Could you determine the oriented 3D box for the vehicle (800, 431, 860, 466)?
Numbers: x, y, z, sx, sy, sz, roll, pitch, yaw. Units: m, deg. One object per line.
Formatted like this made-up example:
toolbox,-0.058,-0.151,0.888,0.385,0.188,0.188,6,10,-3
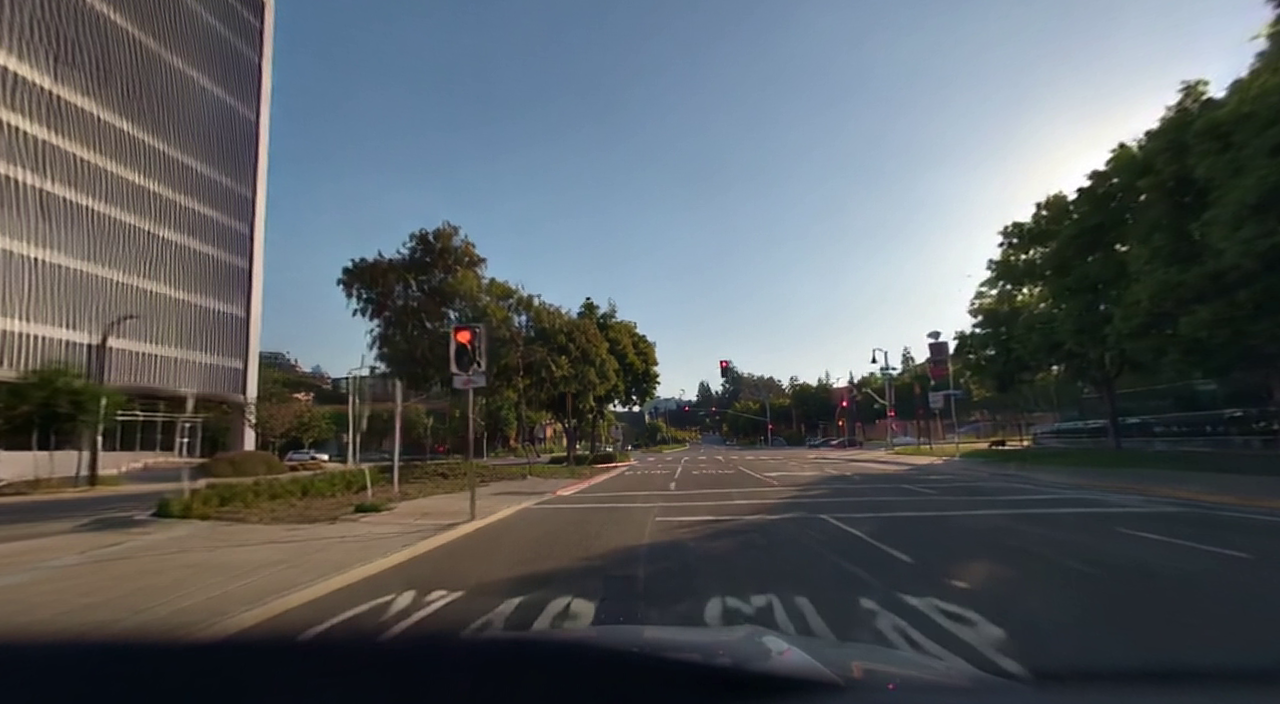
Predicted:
vehicle,10.805,5.537,36.326,2.156,1.881,4.743,0,-9,3
